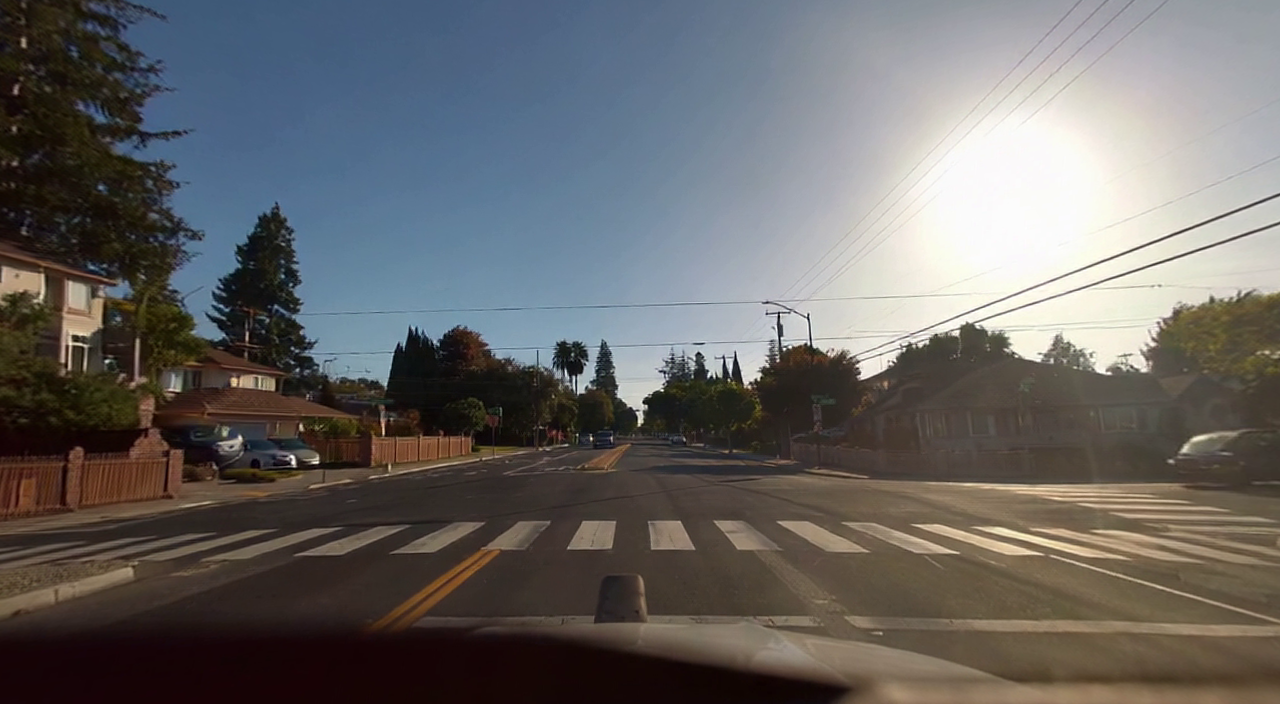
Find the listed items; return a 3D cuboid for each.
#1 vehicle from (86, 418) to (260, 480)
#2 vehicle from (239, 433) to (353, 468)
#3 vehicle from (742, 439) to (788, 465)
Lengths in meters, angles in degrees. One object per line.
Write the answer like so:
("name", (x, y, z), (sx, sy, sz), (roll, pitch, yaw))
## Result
("vehicle", (-17.920, 3.759, 24.482), (4.800, 2.259, 2.303), (0, -9, -1))
("vehicle", (-17.952, 5.154, 33.141), (4.743, 1.734, 1.994), (0, -9, 0))
("vehicle", (8.002, 6.477, 40.864), (2.029, 1.554, 4.705), (0, -9, 1))
